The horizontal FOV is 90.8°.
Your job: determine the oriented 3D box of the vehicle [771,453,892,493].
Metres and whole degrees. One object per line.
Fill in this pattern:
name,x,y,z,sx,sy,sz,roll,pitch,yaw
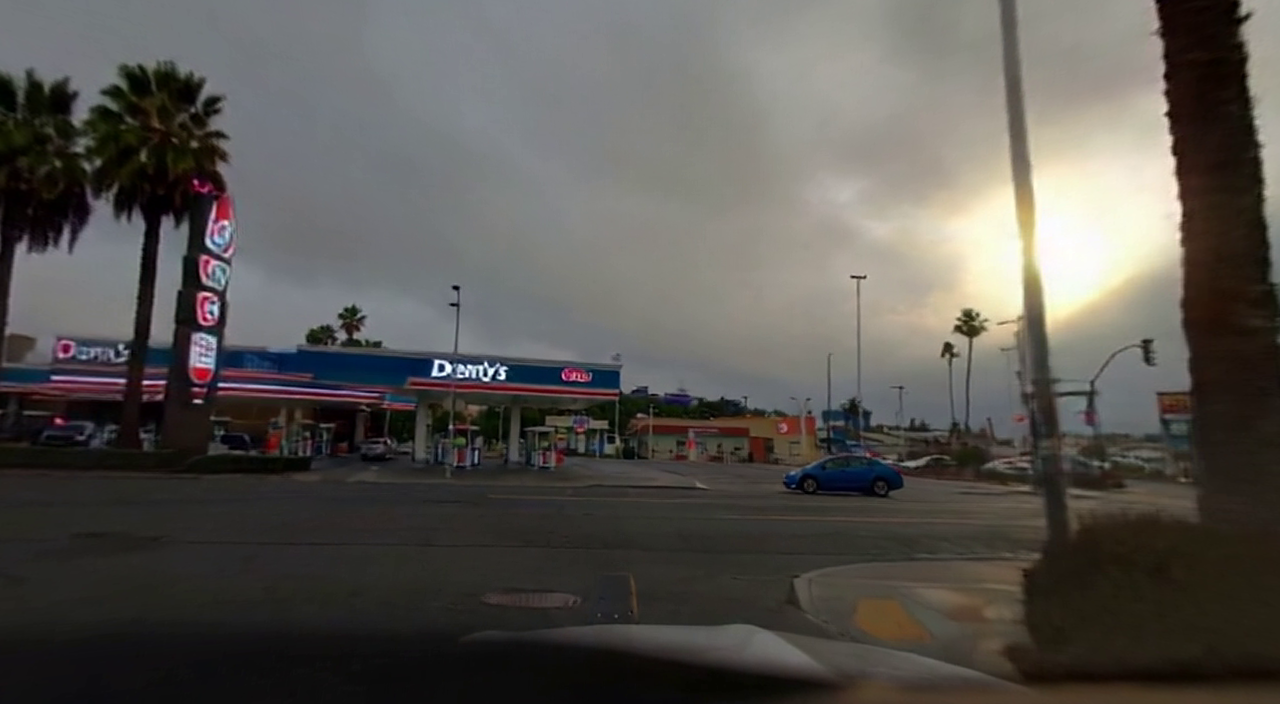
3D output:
vehicle,8.036,5.101,26.679,4.570,1.480,1.873,3,-8,-11

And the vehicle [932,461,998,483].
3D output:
vehicle,24.856,9.195,48.539,2.074,1.480,4.369,4,-10,-14

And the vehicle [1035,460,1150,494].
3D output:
vehicle,29.393,8.104,41.331,2.490,1.958,5.823,4,-10,-12

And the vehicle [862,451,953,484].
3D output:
vehicle,16.682,7.194,39.470,4.880,1.754,2.202,2,-4,-14
